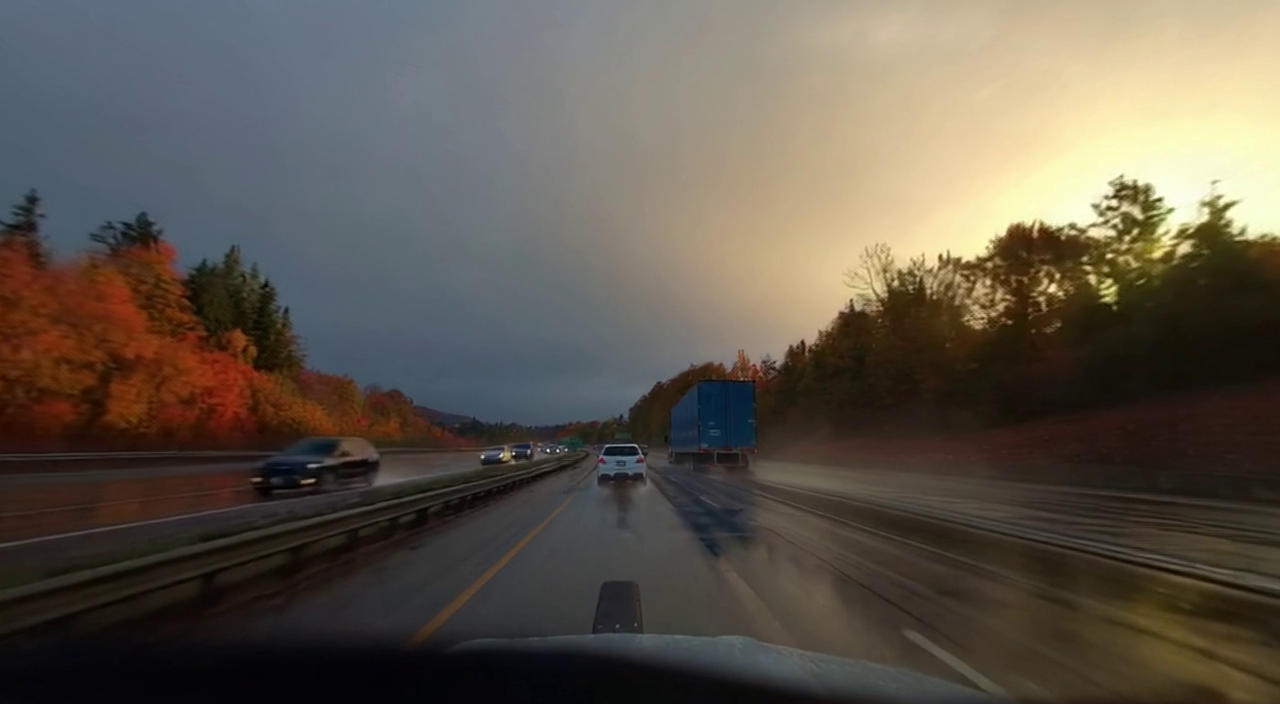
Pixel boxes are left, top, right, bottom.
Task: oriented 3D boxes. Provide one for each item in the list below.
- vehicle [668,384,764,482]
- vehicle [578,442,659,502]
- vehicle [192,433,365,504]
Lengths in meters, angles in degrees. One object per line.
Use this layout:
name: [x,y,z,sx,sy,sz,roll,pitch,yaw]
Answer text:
vehicle: [3.440,4.462,33.089,2.900,4.013,14.455,0,-9,-1]
vehicle: [-0.591,3.437,18.283,2.099,1.506,4.097,-1,-9,-1]
vehicle: [-8.956,2.928,16.059,1.920,1.541,4.248,-1,-9,0]
